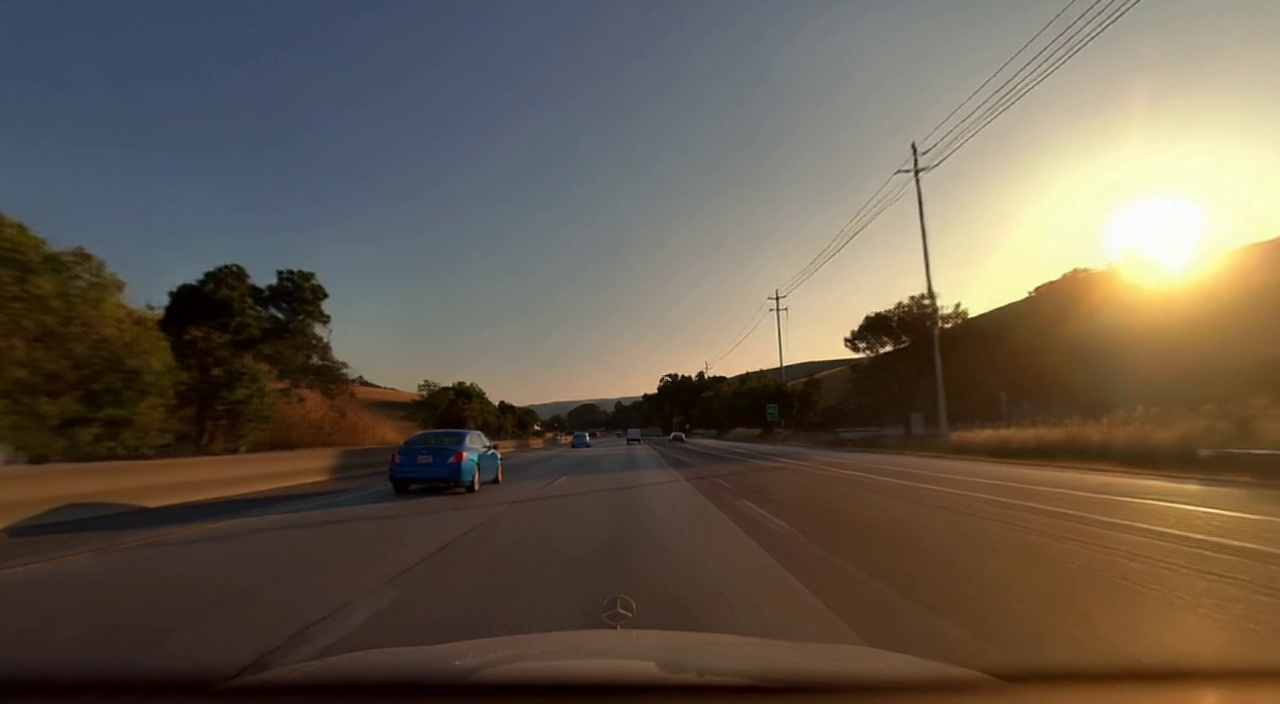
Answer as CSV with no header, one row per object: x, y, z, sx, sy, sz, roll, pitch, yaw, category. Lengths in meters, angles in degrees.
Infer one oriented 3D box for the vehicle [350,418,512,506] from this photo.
-4.205,2.266,13.495,2.023,1.580,4.259,0,-8,0,vehicle
